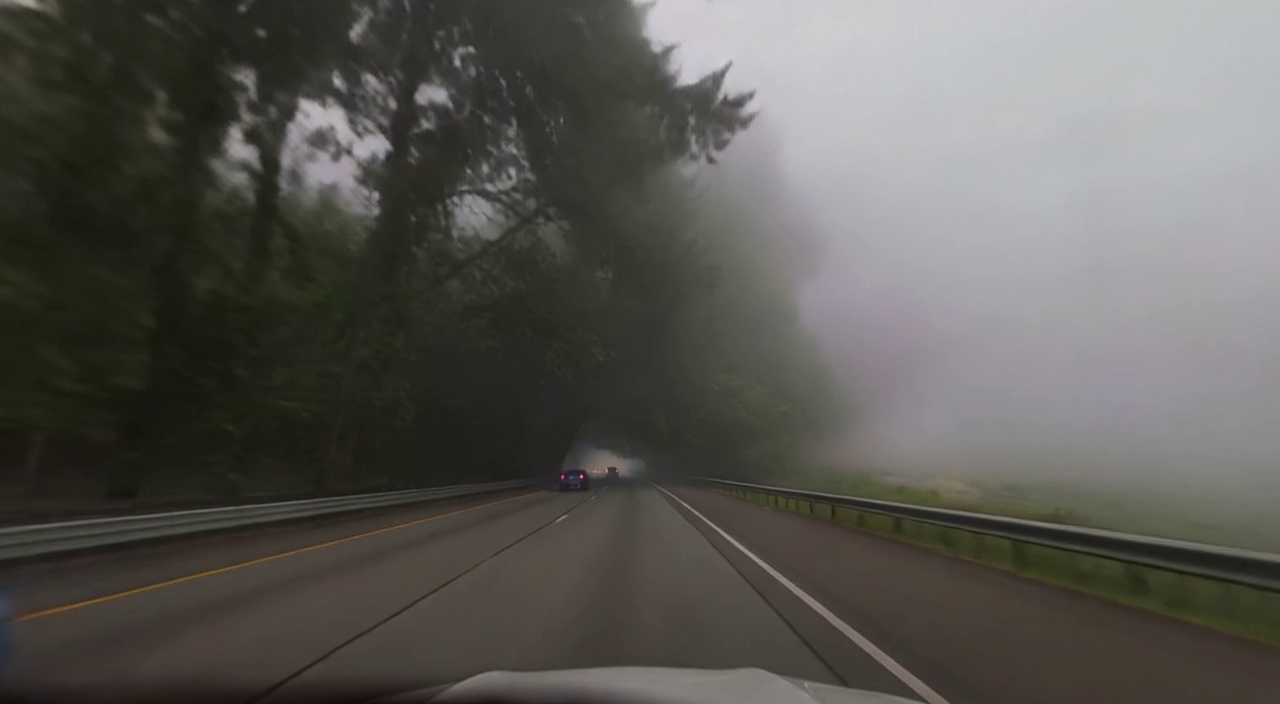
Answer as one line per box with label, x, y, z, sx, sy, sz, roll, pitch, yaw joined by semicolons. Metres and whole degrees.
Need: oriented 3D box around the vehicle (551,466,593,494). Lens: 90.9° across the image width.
vehicle;-3.938;7.488;37.077;1.954;1.509;4.094;1;-10;1
